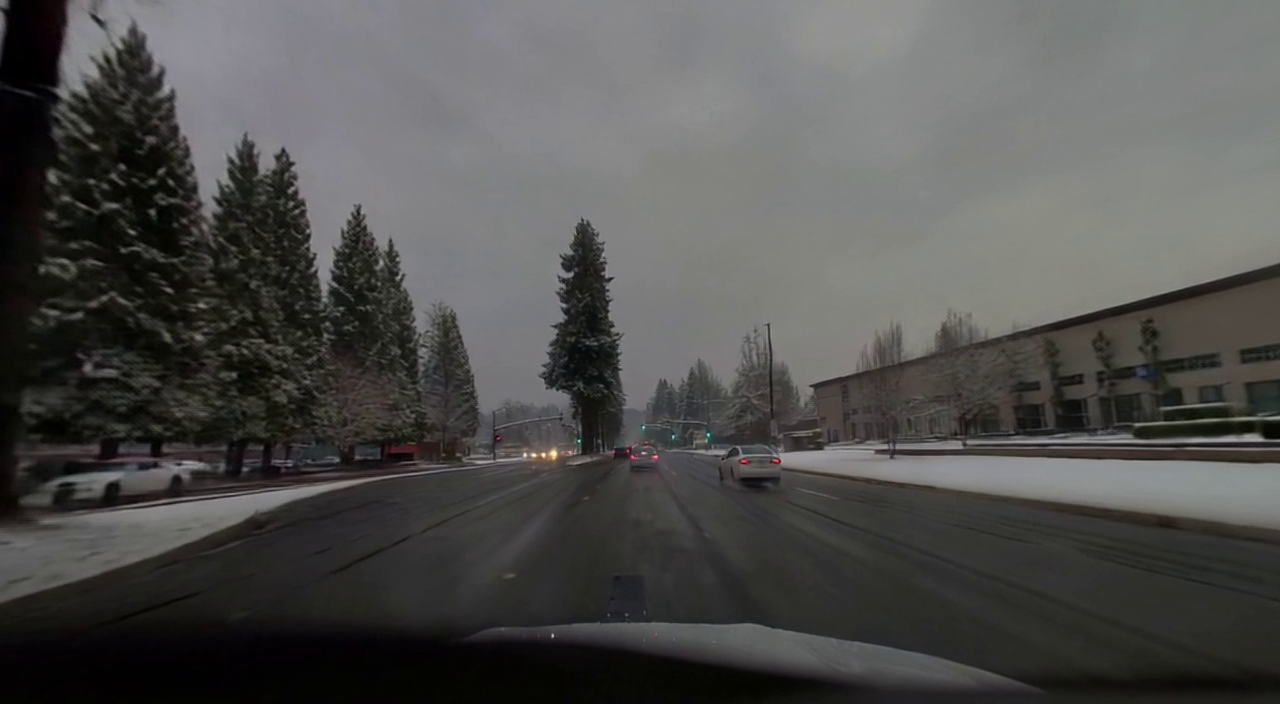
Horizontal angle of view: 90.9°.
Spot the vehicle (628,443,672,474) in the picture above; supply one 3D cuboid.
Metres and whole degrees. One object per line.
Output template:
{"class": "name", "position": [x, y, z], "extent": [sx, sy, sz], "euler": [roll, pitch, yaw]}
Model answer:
{"class": "vehicle", "position": [0.487, 5.477, 32.724], "extent": [2.144, 1.505, 4.128], "euler": [0, -8, 0]}

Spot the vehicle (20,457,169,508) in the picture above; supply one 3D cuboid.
{"class": "vehicle", "position": [-21.298, 5.070, 24.898], "extent": [1.921, 1.728, 4.364], "euler": [0, -8, 0]}

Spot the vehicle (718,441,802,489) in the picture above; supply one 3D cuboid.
{"class": "vehicle", "position": [4.075, 3.895, 22.170], "extent": [2.067, 1.497, 4.327], "euler": [0, -8, 0]}
